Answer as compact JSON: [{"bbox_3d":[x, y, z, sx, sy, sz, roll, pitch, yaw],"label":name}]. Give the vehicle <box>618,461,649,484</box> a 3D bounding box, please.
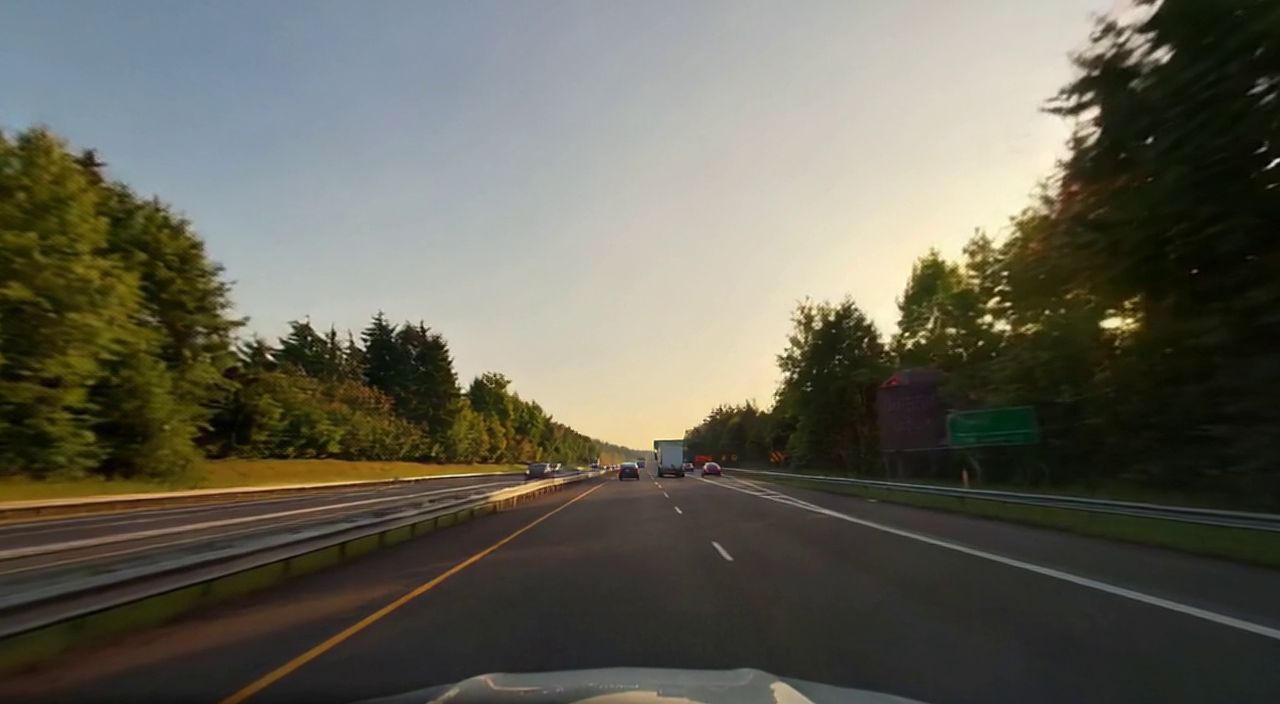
[{"bbox_3d":[-0.450,8.151,42.768,2.025,1.452,3.927,1,-10,0],"label":"vehicle"}]
